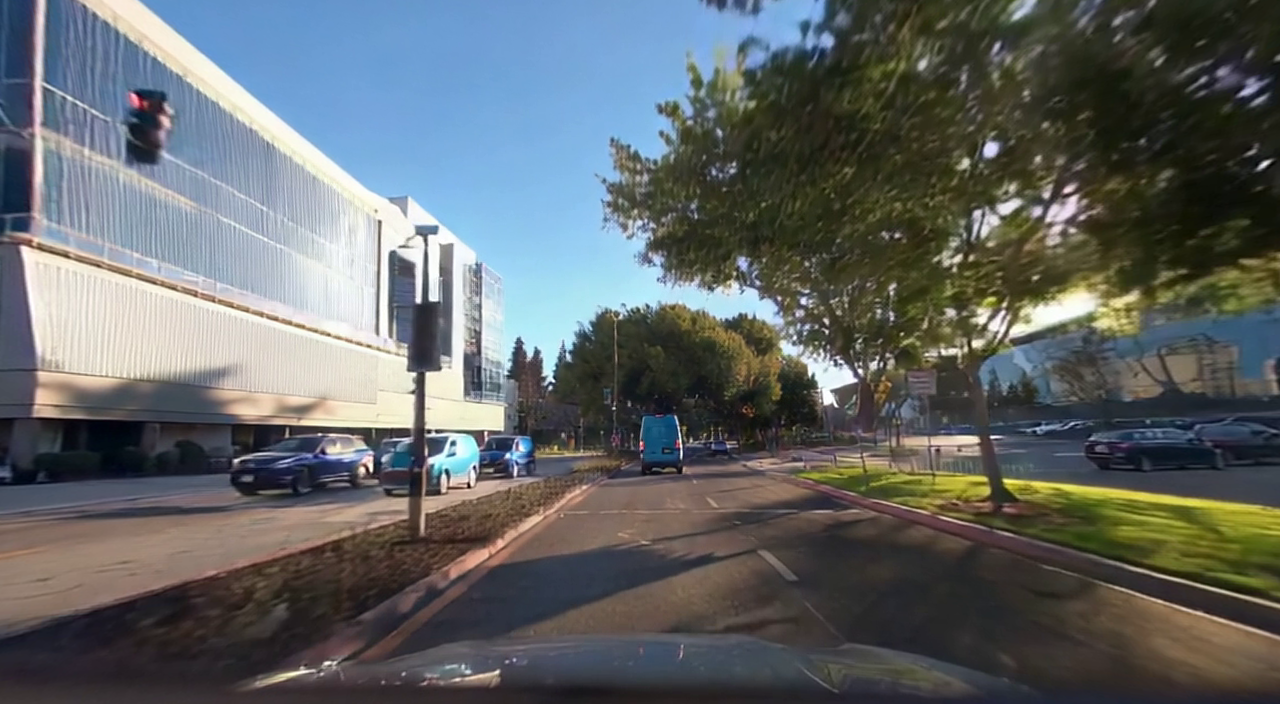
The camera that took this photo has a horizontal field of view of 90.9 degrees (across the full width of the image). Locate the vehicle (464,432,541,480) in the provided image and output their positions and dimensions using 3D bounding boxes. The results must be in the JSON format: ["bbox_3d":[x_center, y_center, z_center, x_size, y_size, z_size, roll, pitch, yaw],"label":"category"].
[{"bbox_3d":[-5.232,4.053,24.580,1.935,1.633,4.247,-2,-9,2],"label":"vehicle"}]

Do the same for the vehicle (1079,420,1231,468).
[{"bbox_3d":[16.869,3.059,20.925,1.759,1.433,3.862,-1,-9,1],"label":"vehicle"}]

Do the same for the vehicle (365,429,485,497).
[{"bbox_3d":[-5.589,2.948,16.895,1.893,1.587,3.595,-1,-9,1],"label":"vehicle"}]

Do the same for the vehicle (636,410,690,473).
[{"bbox_3d":[1.230,4.429,31.319,2.435,2.816,5.232,0,-8,4],"label":"vehicle"}]

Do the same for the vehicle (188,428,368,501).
[{"bbox_3d":[-9.096,2.882,16.398,1.891,1.575,4.559,-2,-9,1],"label":"vehicle"}]
